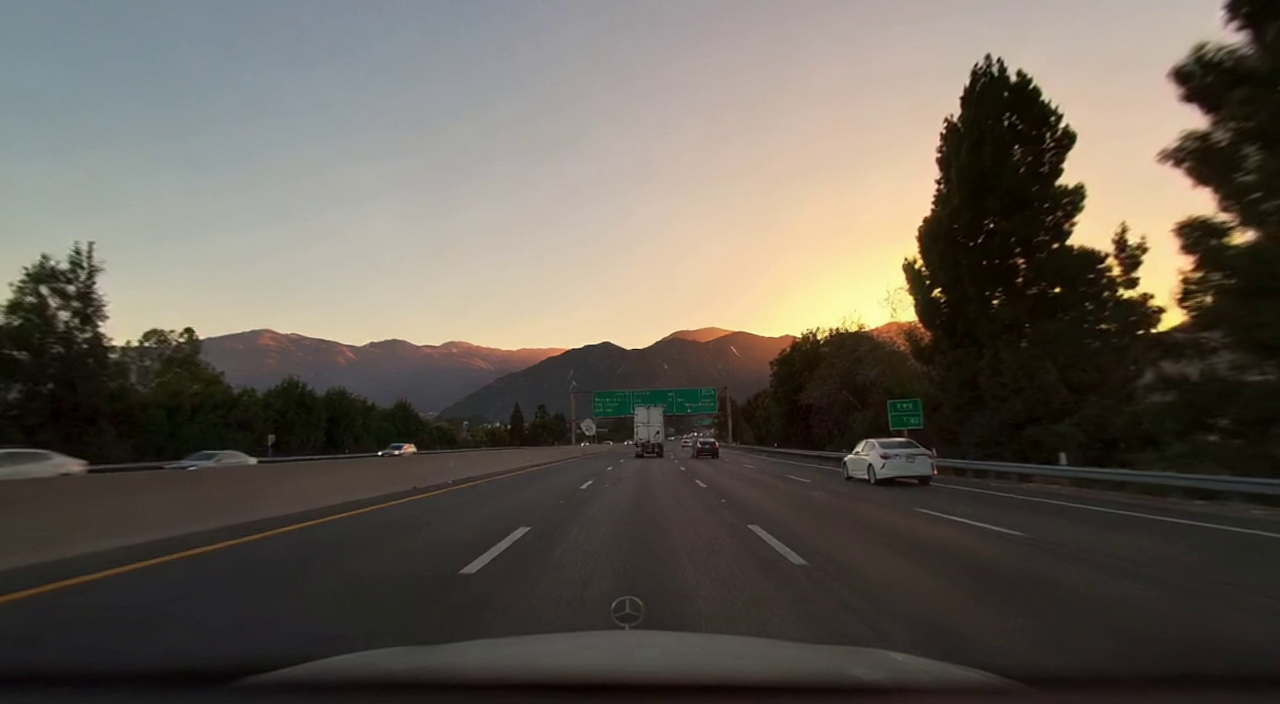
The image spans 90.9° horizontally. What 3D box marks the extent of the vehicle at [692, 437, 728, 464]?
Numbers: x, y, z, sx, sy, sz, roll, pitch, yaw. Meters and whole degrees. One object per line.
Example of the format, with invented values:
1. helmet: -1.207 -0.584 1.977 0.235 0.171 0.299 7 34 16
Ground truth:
1. vehicle: 4.452 6.321 40.658 1.880 1.624 3.941 0 -8 0

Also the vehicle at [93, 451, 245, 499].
1. vehicle: -16.483 4.293 22.420 1.930 1.474 4.492 0 -9 0

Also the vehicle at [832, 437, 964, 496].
1. vehicle: 7.054 3.153 17.780 1.982 1.440 4.171 0 -8 1
